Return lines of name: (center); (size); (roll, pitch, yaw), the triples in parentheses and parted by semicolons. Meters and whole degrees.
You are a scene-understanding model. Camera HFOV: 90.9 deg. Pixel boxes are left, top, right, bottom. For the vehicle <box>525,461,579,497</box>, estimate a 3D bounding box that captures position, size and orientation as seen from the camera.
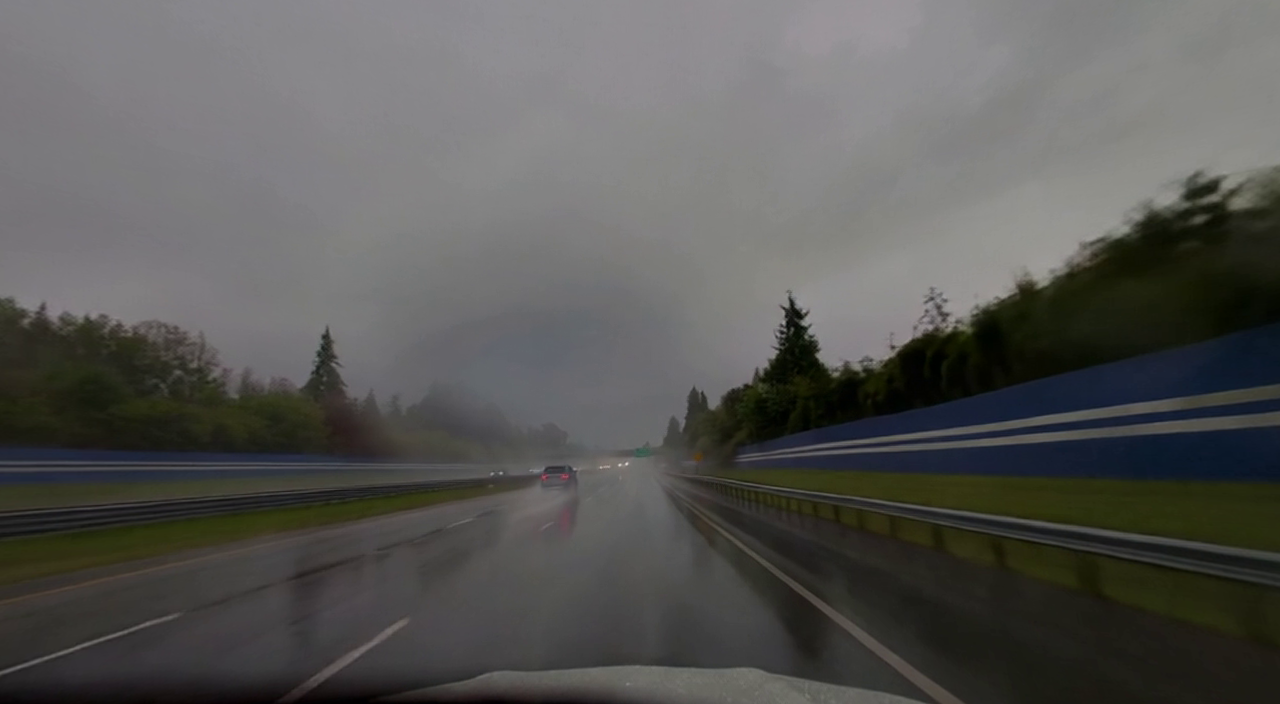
vehicle: (-4.040, 5.952, 29.641); (1.985, 1.515, 3.839); (0, -10, 0)
